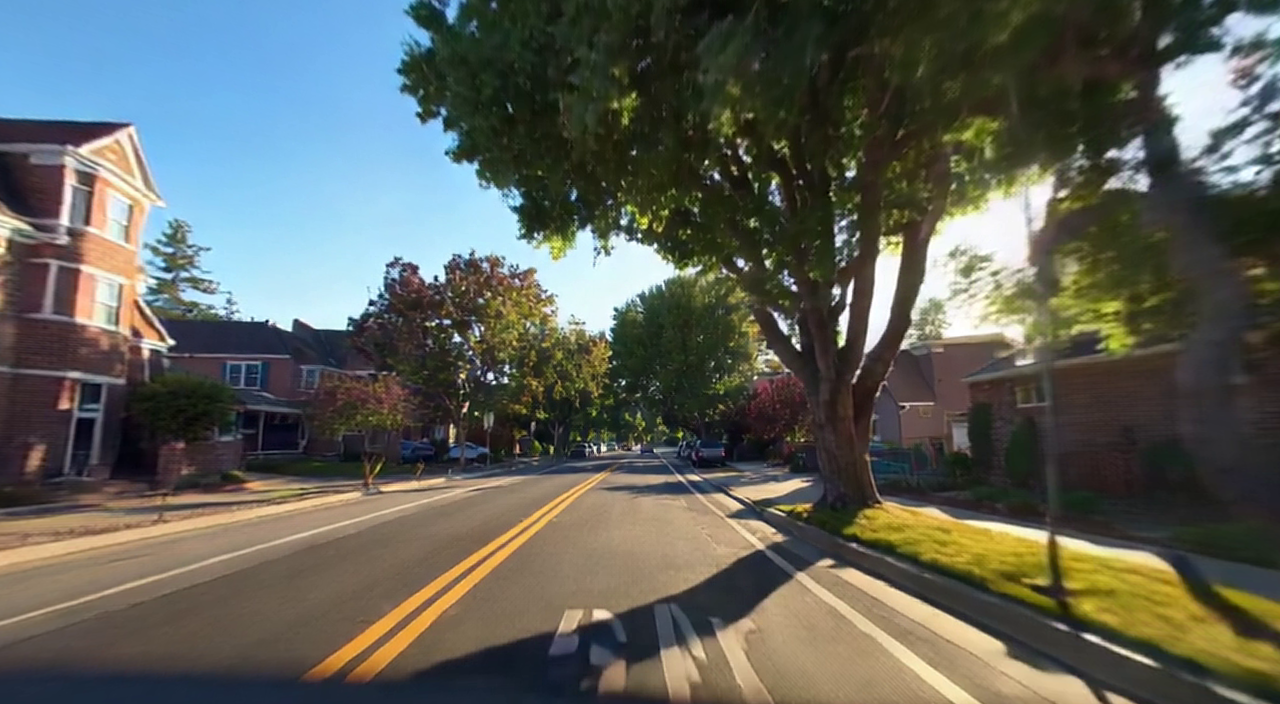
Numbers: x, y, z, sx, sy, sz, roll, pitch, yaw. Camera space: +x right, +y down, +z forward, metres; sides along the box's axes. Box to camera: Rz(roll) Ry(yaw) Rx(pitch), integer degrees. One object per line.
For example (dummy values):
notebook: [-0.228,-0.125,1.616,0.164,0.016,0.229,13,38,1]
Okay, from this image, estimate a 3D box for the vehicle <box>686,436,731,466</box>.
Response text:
vehicle: [4.165,6.099,39.259,1.937,1.752,4.574,0,-8,-5]
